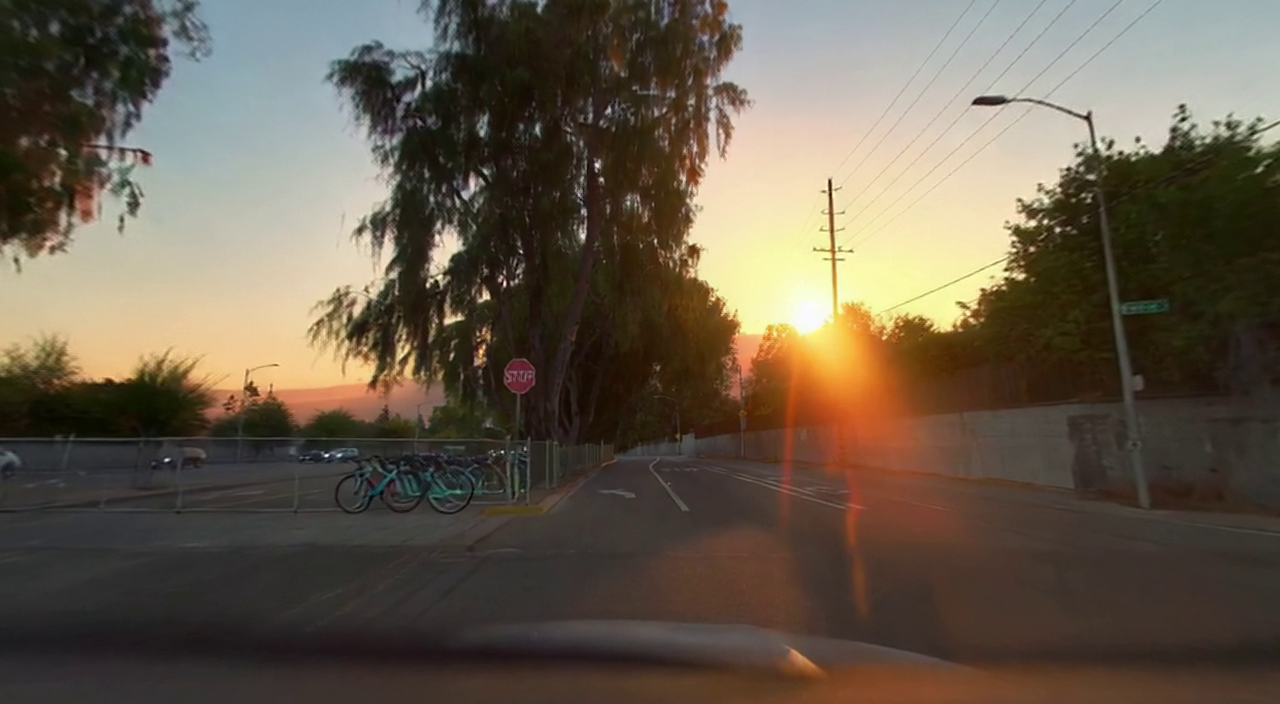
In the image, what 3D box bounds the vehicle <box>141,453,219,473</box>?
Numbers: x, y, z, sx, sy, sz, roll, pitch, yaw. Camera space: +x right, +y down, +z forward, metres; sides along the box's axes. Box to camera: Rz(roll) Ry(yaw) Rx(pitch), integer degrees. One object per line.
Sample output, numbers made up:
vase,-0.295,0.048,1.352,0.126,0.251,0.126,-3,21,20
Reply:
vehicle,-34.040,8.229,46.851,4.327,1.402,1.757,0,-9,-4
